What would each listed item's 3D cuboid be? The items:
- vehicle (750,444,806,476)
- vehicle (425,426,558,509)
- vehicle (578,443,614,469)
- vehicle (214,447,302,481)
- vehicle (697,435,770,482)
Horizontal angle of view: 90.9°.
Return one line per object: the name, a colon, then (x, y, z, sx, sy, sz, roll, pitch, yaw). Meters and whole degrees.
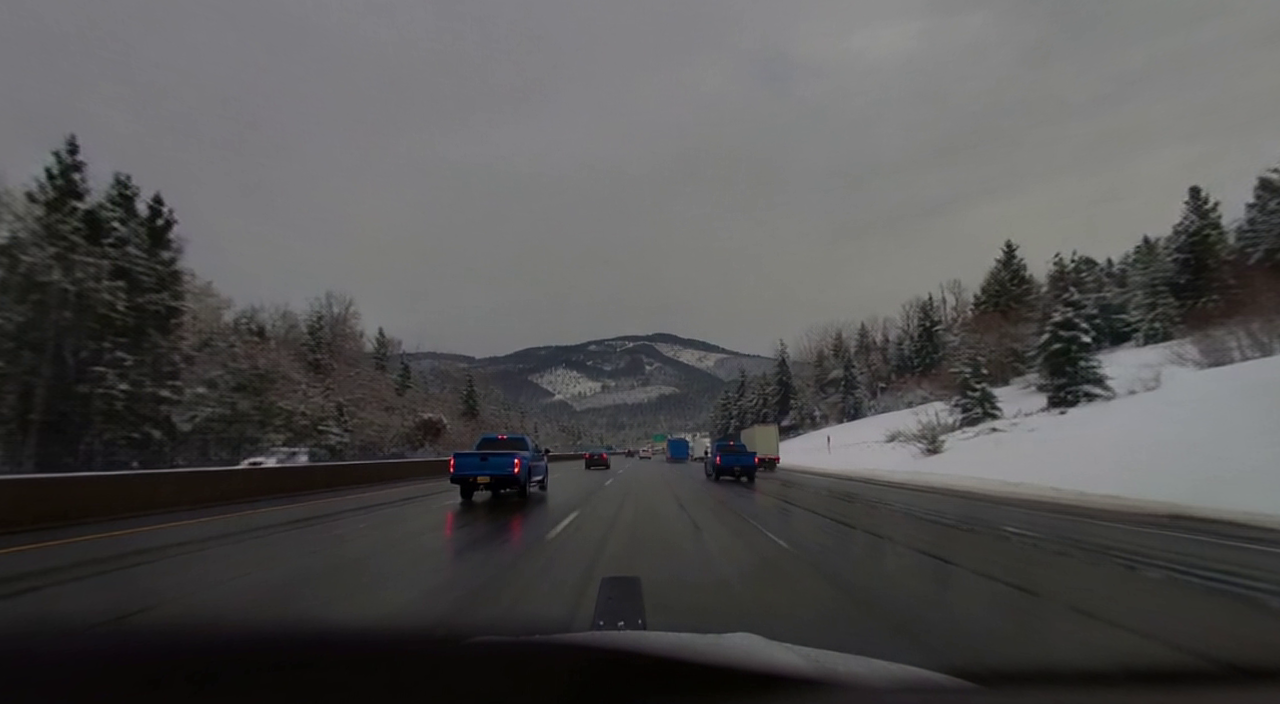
vehicle: (7.912, 6.229, 36.656, 2.104, 1.724, 4.701, 0, -8, -1)
vehicle: (-3.710, 2.992, 16.942, 2.227, 1.853, 5.161, -1, -8, 1)
vehicle: (-3.192, 7.646, 46.516, 2.235, 1.785, 4.386, -1, -8, 1)
vehicle: (-20.374, 5.953, 33.869, 1.884, 1.693, 4.476, 0, -8, 0)
vehicle: (4.213, 4.940, 29.543, 2.424, 1.952, 5.611, 0, -8, -1)
